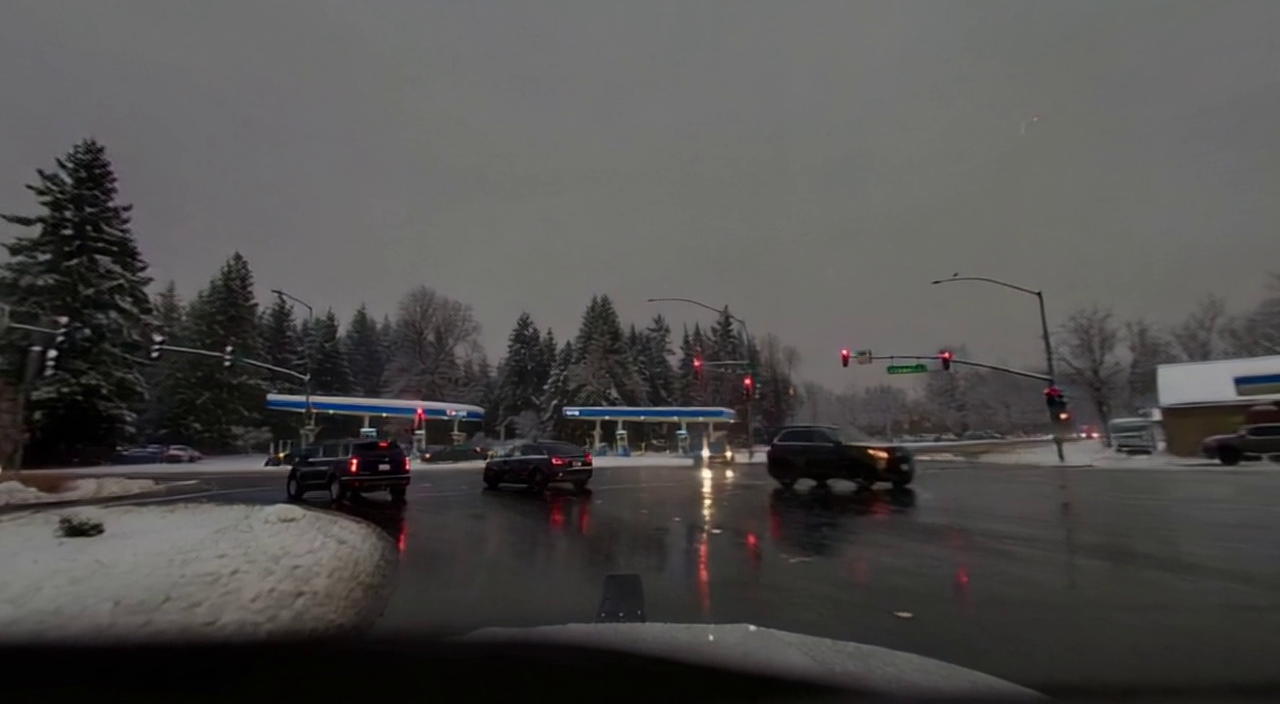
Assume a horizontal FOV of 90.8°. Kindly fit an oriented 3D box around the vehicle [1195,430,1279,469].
[{"bbox_3d":[29.443,4.525,29.309,4.952,1.745,2.184,-3,-9,20],"label":"vehicle"}]

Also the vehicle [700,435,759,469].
[{"bbox_3d":[4.467,5.053,32.168,1.976,1.573,4.543,1,-9,-5],"label":"vehicle"}]

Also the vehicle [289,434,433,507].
[{"bbox_3d":[-8.138,3.302,18.243,2.351,1.733,4.616,5,-9,-43],"label":"vehicle"}]

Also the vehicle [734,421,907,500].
[{"bbox_3d":[4.649,2.877,17.111,2.016,1.828,4.503,4,-9,-24],"label":"vehicle"}]

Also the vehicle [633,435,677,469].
[{"bbox_3d":[0.755,5.196,32.924,2.126,1.626,4.585,0,-8,1],"label":"vehicle"}]

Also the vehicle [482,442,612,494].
[{"bbox_3d":[-3.072,3.624,20.221,1.965,1.460,4.581,7,-11,-40],"label":"vehicle"}]
